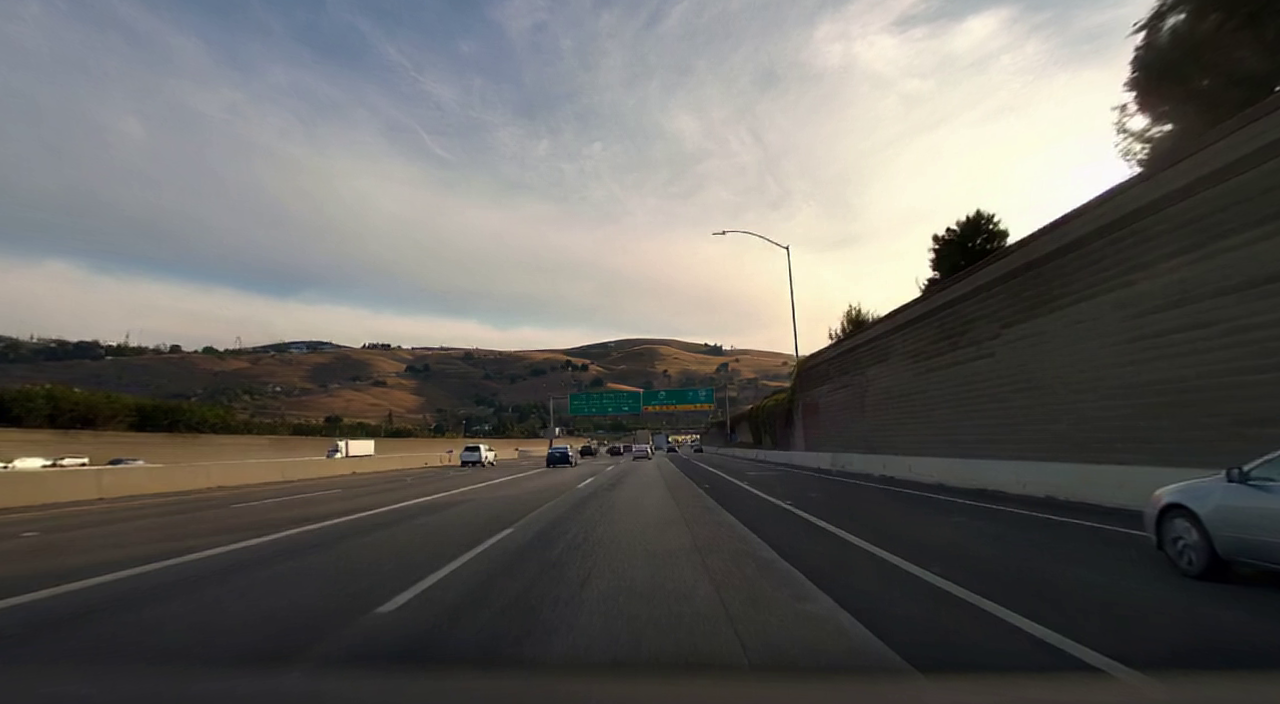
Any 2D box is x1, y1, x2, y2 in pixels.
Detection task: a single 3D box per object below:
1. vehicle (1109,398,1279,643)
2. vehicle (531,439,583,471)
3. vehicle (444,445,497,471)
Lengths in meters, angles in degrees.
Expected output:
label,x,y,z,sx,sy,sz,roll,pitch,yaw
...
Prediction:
label,x,y,z,sx,sy,sz,roll,pitch,yaw
vehicle,5.358,1.028,3.517,2.122,1.646,4.491,-1,-8,2
vehicle,-5.079,6.395,39.423,2.172,1.824,5.031,-1,-8,5
vehicle,-10.828,6.773,40.564,2.015,1.506,4.386,-1,-8,2
